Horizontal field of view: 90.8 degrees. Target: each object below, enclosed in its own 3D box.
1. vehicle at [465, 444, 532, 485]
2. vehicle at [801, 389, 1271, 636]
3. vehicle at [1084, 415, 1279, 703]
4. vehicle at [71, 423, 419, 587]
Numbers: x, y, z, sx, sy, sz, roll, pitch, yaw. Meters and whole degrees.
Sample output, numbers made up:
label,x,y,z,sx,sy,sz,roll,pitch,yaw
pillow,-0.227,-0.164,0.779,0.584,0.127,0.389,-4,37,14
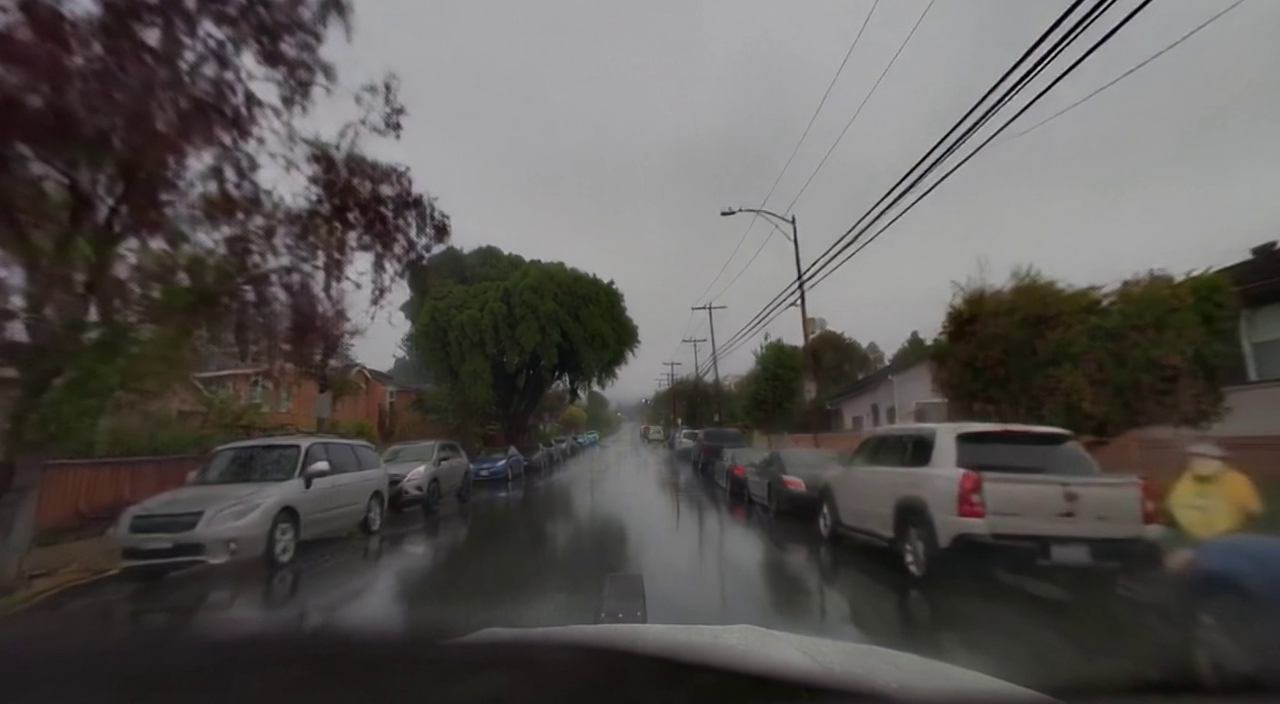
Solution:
label,x,y,z,sx,sy,sz,roll,pitch,yaw
vehicle,-6.149,4.884,27.991,2.002,1.585,5.080,-1,-8,-2
vehicle,3.599,1.546,7.281,2.009,1.810,5.045,0,-8,-2
vehicle,3.815,0.838,1.381,2.174,1.504,4.809,0,-8,0
vehicle,-5.825,2.277,10.627,2.184,1.958,5.757,0,-8,-1
